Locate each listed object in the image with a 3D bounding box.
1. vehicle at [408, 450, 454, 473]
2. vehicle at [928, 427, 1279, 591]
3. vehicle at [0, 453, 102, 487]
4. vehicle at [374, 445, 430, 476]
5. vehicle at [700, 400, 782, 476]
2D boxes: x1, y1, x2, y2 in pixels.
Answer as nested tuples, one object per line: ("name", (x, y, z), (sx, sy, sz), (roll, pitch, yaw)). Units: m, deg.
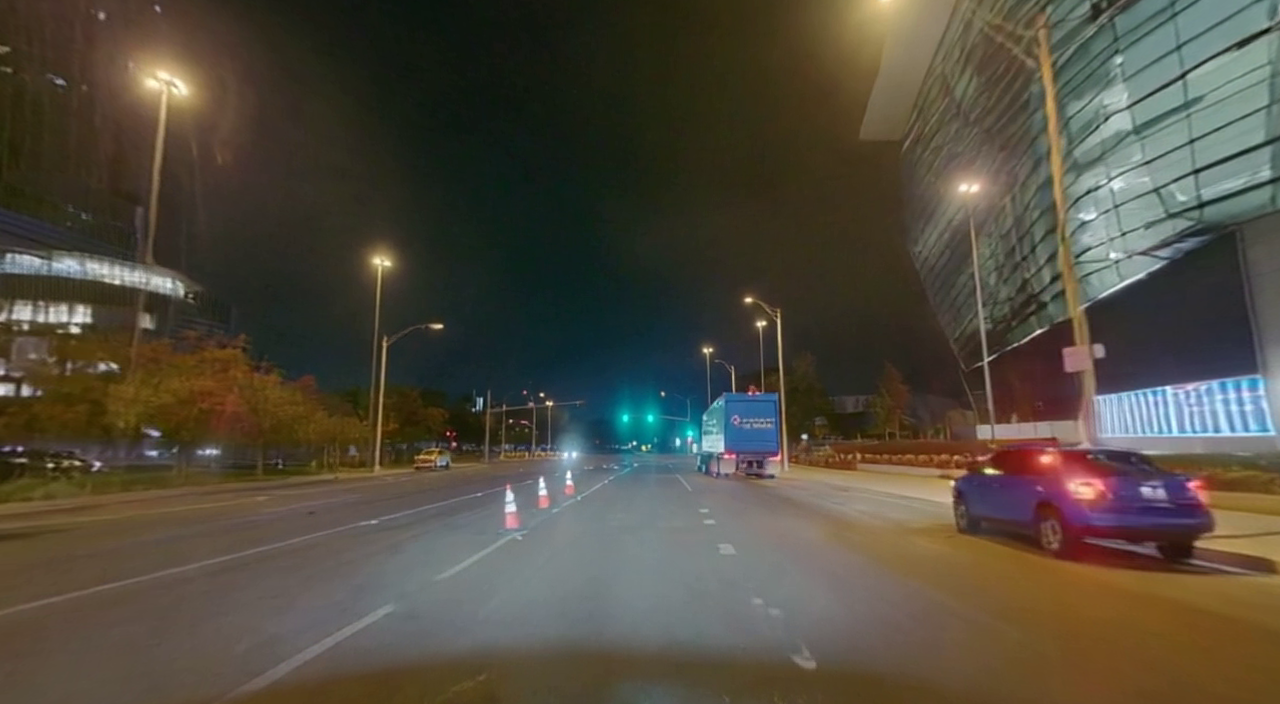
("vehicle", (-16.421, 8.590, 49.845), (1.925, 1.665, 4.893), (0, -9, 0))
("vehicle", (6.094, 1.906, 8.610), (2.098, 1.619, 4.433), (0, -9, -2))
("vehicle", (-25.368, 4.933, 26.486), (3.905, 1.345, 1.737), (0, -9, -2))
("vehicle", (-16.487, 7.515, 43.988), (1.937, 1.984, 4.928), (0, -9, 0))
("vehicle", (5.757, 5.226, 37.955), (3.176, 3.913, 9.805), (0, -9, -1))
